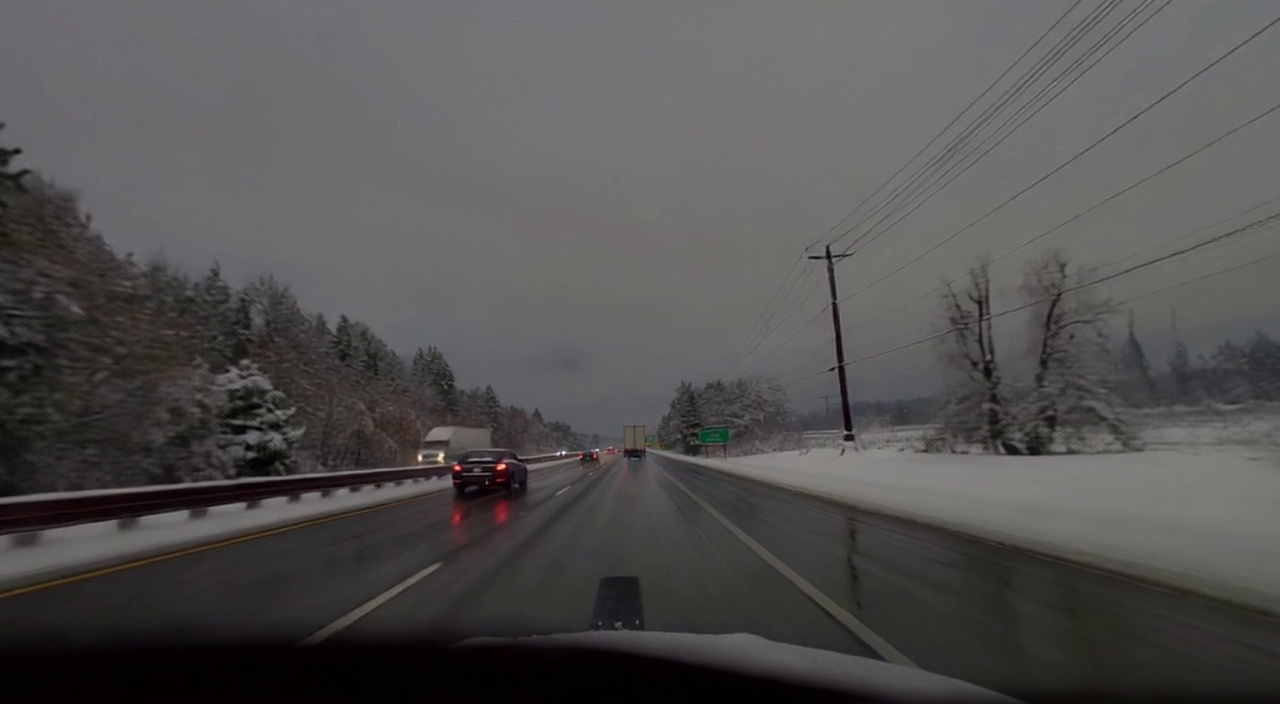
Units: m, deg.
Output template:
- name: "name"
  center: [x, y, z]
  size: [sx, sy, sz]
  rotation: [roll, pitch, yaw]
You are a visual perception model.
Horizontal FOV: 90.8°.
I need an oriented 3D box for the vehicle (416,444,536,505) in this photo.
- name: "vehicle"
  center: [-4.326, 3.302, 17.457]
  size: [2.106, 1.445, 4.404]
  rotation: [0, -9, 0]
